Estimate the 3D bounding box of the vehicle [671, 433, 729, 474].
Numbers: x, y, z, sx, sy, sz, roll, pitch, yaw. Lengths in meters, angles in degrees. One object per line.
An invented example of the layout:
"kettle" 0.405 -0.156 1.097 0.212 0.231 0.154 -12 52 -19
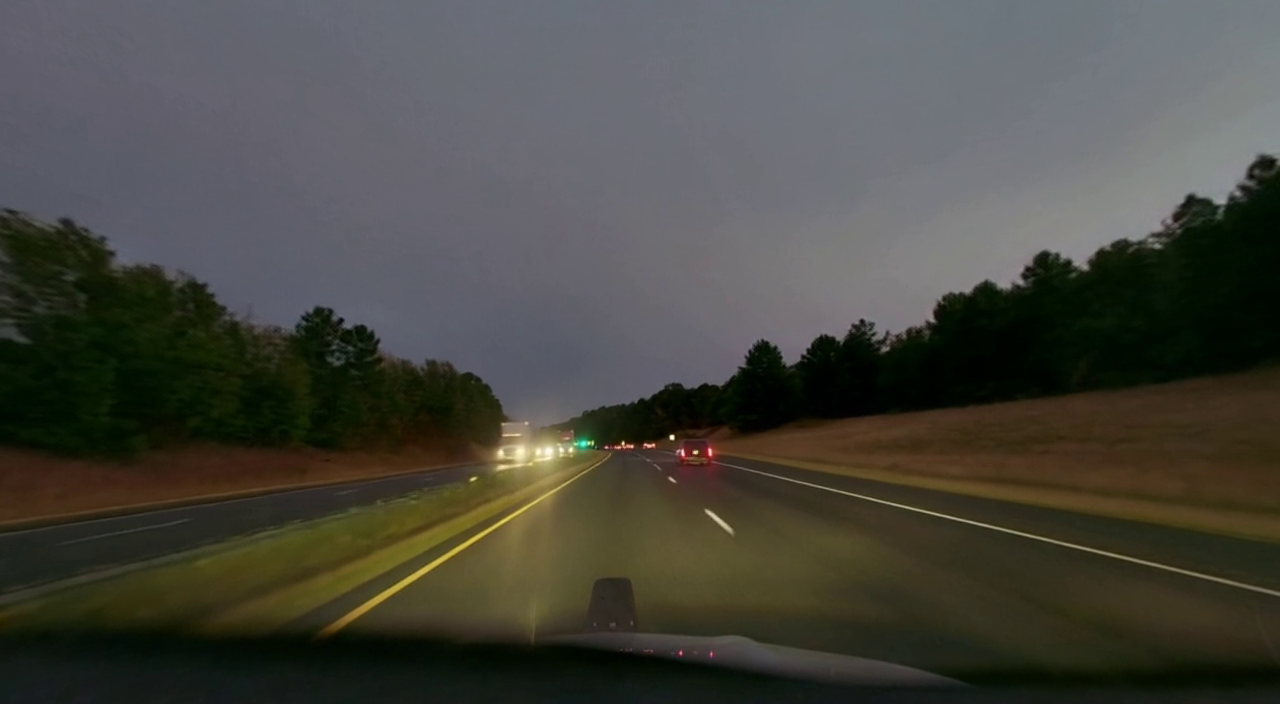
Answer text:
"vehicle" 2.662 4.619 28.876 2.043 1.673 4.016 0 -8 -3
